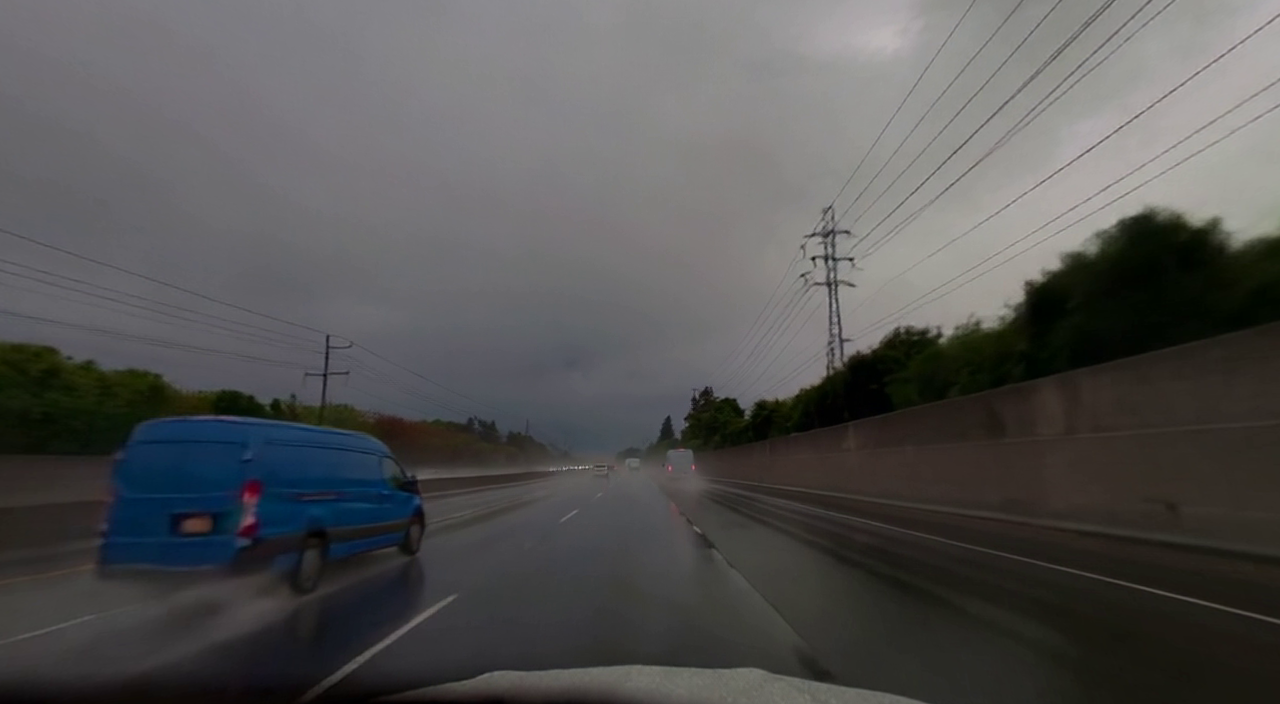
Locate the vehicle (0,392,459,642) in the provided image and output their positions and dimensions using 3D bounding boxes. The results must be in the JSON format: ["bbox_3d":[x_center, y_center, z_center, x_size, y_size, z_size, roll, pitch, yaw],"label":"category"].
[{"bbox_3d":[-3.780,1.611,6.947,2.153,1.756,4.730,1,-10,0],"label":"vehicle"}]
